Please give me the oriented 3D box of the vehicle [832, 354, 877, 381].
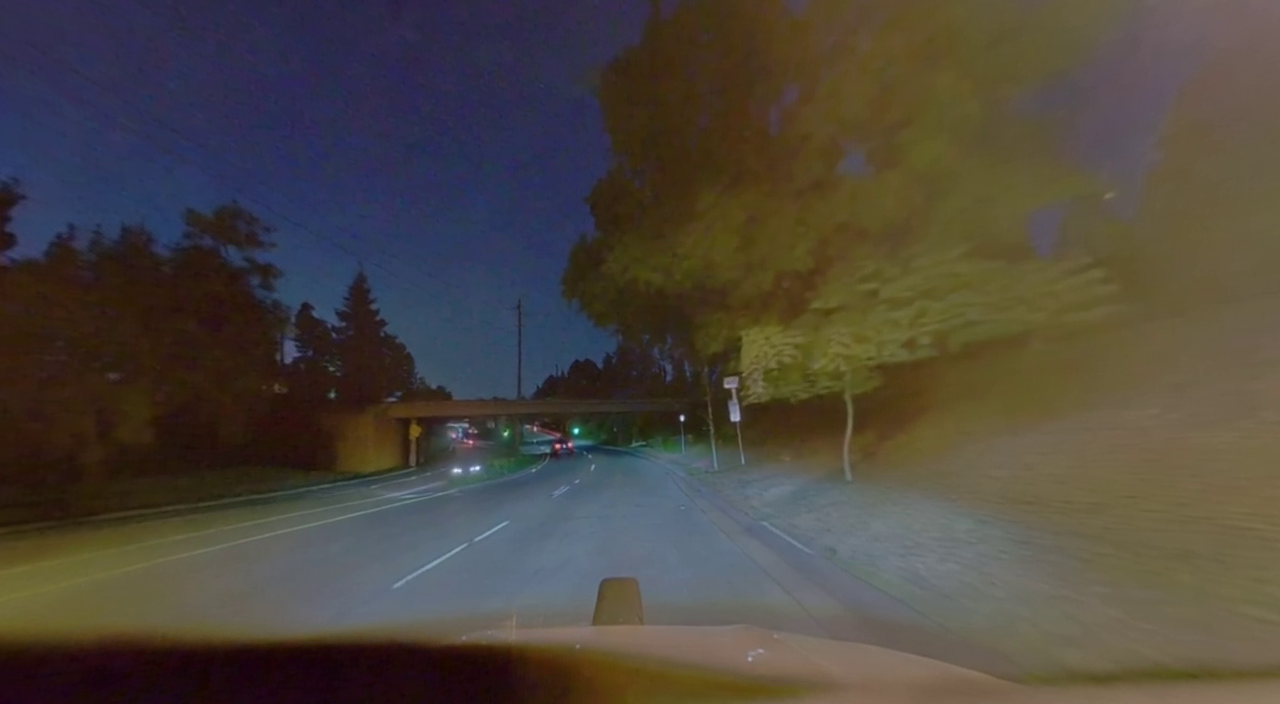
[{"bbox_3d":[15.810,1.219,46.815,2.058,1.475,4.587,2,-7,4],"label":"vehicle"}]
